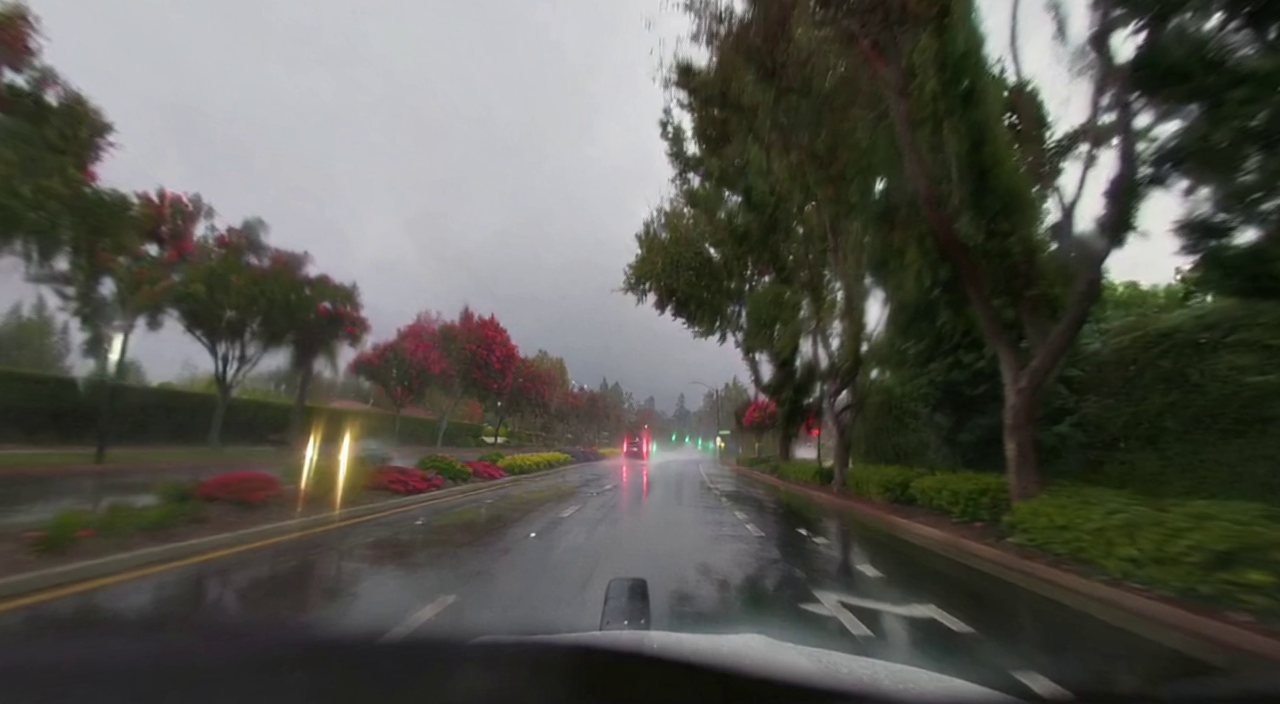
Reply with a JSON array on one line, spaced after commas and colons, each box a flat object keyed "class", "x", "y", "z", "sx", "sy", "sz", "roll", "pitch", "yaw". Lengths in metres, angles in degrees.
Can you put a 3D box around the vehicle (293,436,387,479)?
[{"class": "vehicle", "x": -11.337, "y": 3.991, "z": 24.114, "sx": 1.740, "sy": 1.509, "sz": 3.561, "roll": 0, "pitch": -8, "yaw": 2}]
